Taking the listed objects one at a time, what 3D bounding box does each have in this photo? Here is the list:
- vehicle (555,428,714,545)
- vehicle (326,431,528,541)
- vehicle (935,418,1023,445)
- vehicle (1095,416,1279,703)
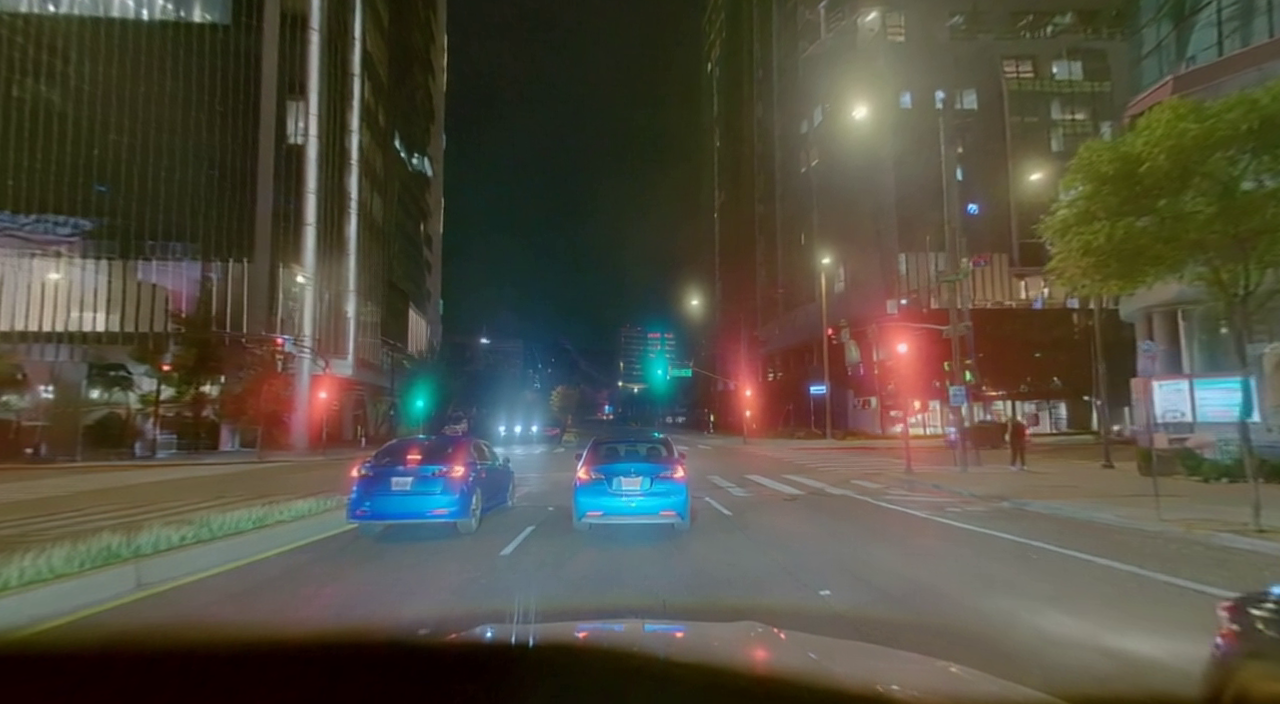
[{"bbox_3d":[-0.138,2.000,10.018,2.016,1.478,3.795,0,-8,-2],"label":"vehicle"},{"bbox_3d":[-3.307,2.169,10.969,1.995,1.479,4.627,0,-8,-1],"label":"vehicle"},{"bbox_3d":[24.654,5.803,46.071,5.201,1.894,2.178,0,-8,-3],"label":"vehicle"},{"bbox_3d":[3.108,0.739,0.754,1.915,1.434,4.175,0,-8,-2],"label":"vehicle"}]
